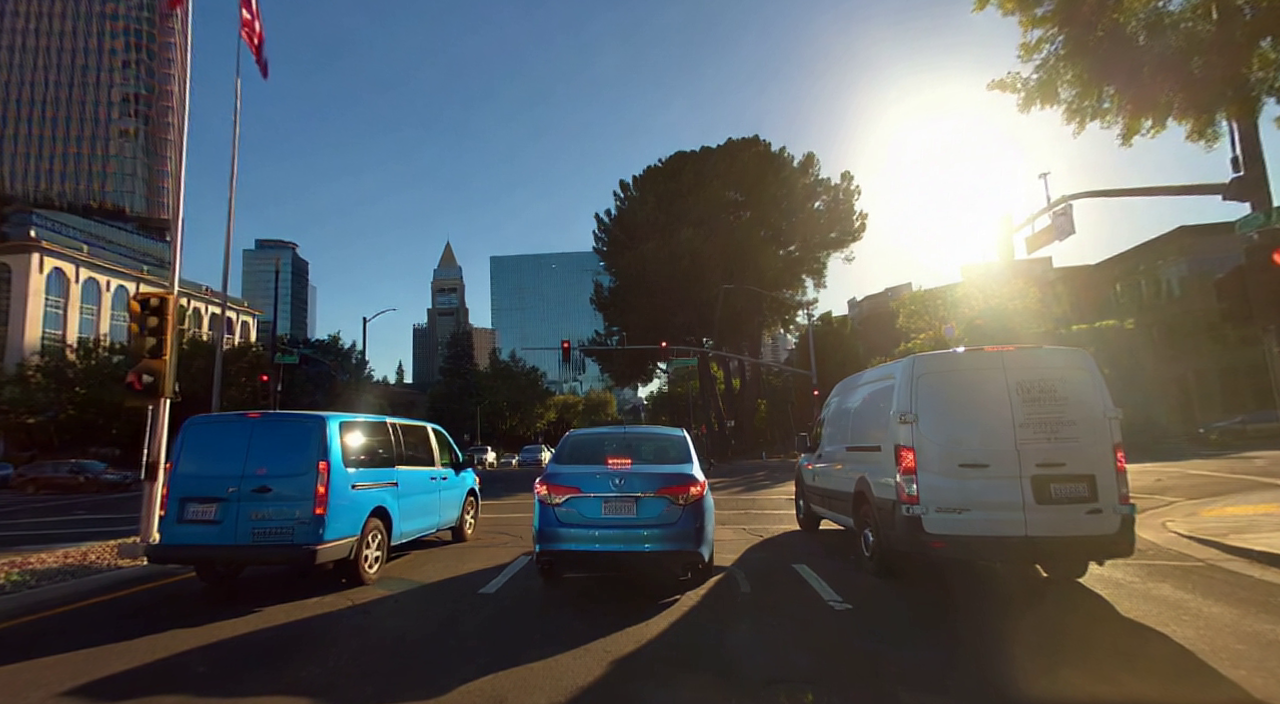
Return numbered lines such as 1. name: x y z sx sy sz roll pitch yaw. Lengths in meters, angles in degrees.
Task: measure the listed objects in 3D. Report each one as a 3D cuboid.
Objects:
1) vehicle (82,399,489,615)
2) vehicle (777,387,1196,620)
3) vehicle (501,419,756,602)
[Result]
1. vehicle: -3.304 1.520 7.037 2.024 1.677 3.998 -1 -9 3
2. vehicle: 3.086 1.468 7.019 2.178 1.746 4.400 0 -9 1
3. vehicle: -0.146 1.616 7.325 2.098 1.494 4.118 0 -9 -1
